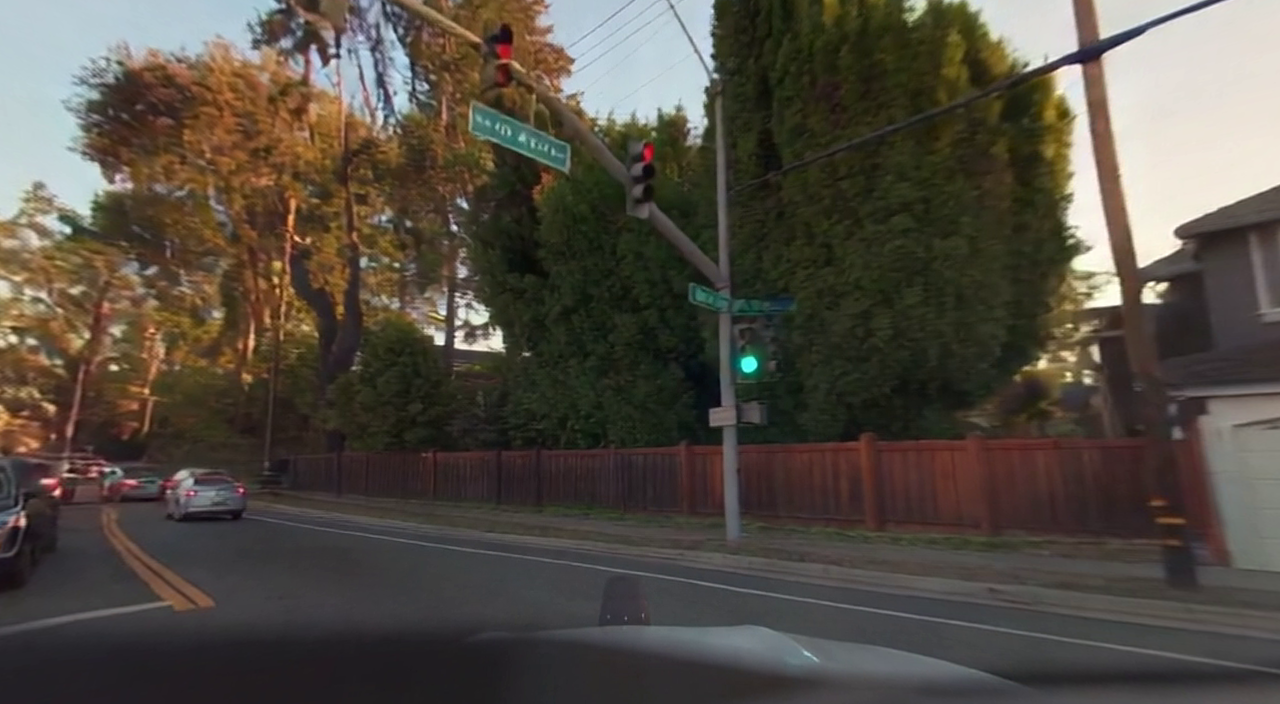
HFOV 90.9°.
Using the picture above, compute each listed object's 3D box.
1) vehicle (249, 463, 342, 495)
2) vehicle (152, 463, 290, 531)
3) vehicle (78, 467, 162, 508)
[{"bbox_3d":[-22.244,8.187,40.850,1.938,1.754,4.839,-7,-11,36],"label":"vehicle"},{"bbox_3d":[-11.827,3.936,17.656,4.512,1.506,2.078,-8,-11,42],"label":"vehicle"},{"bbox_3d":[-22.520,5.783,27.237,4.343,1.492,2.063,-8,-11,42],"label":"vehicle"}]
